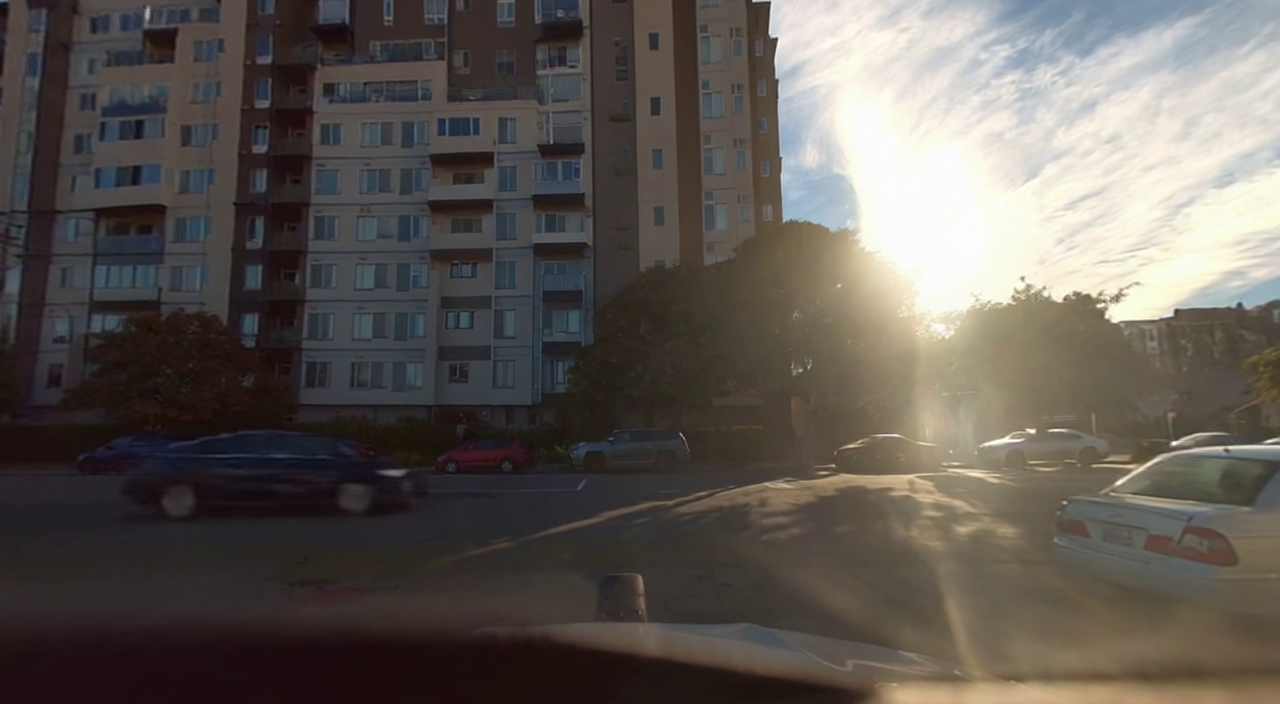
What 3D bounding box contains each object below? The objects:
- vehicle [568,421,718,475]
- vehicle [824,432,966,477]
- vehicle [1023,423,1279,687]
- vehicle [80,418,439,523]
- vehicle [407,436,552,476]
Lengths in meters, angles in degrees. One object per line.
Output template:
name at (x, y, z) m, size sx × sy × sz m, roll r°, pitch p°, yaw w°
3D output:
vehicle at (0.056, 3.579, 23.423) m, size 5.299 × 1.860 × 2.098 m, roll 1°, pitch -9°, yaw -5°
vehicle at (9.448, 3.798, 23.630) m, size 4.521 × 1.411 × 1.726 m, roll -2°, pitch -7°, yaw -4°
vehicle at (5.909, 1.324, 4.794) m, size 4.714 × 1.471 × 1.978 m, roll -1°, pitch -4°, yaw 1°
vehicle at (-5.973, 1.909, 10.467) m, size 4.609 × 1.508 × 2.039 m, roll 0°, pitch -8°, yaw -1°
vehicle at (-5.769, 3.836, 23.225) m, size 4.851 × 1.339 × 1.785 m, roll 0°, pitch -10°, yaw -2°
